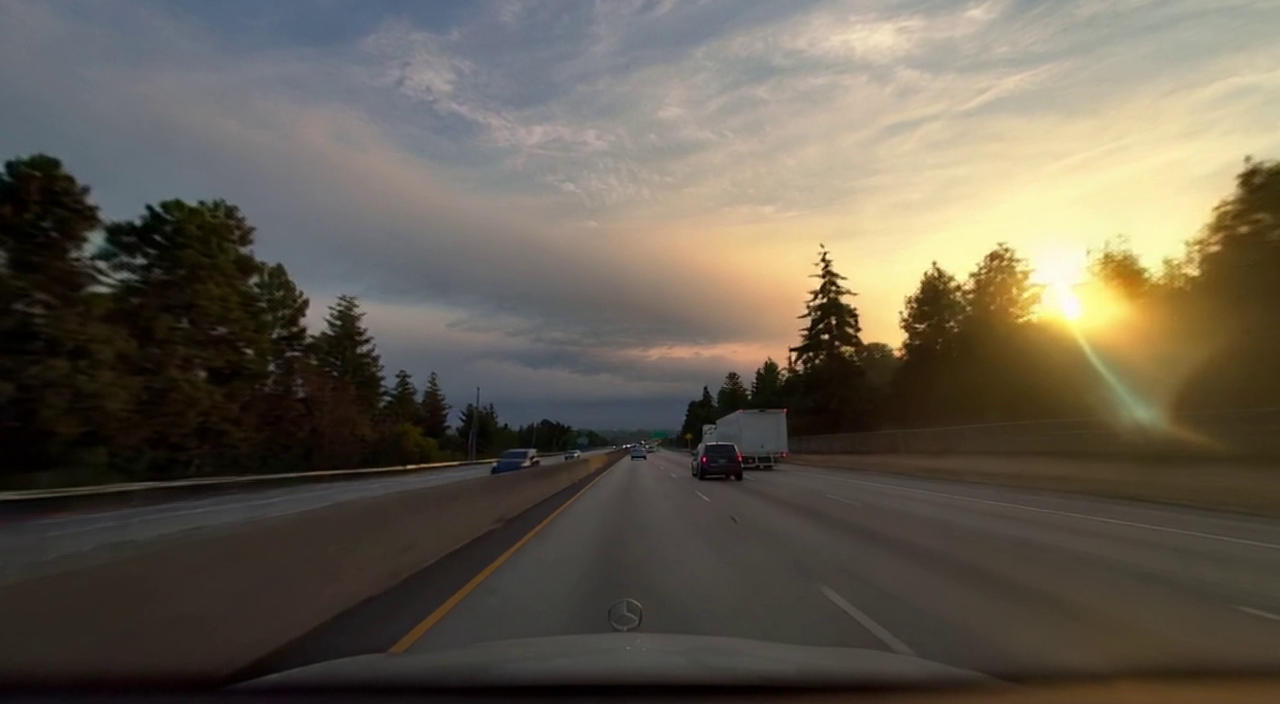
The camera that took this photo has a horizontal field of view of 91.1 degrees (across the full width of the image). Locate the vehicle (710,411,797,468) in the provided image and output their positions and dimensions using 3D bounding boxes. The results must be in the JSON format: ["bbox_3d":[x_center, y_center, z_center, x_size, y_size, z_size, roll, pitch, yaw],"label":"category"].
[{"bbox_3d":[6.922,5.723,40.231,3.536,3.160,9.428,1,-9,-2],"label":"vehicle"}]

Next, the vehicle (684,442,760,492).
[{"bbox_3d":[2.896,4.190,23.340,2.123,1.620,4.959,0,-9,-1],"label":"vehicle"}]
